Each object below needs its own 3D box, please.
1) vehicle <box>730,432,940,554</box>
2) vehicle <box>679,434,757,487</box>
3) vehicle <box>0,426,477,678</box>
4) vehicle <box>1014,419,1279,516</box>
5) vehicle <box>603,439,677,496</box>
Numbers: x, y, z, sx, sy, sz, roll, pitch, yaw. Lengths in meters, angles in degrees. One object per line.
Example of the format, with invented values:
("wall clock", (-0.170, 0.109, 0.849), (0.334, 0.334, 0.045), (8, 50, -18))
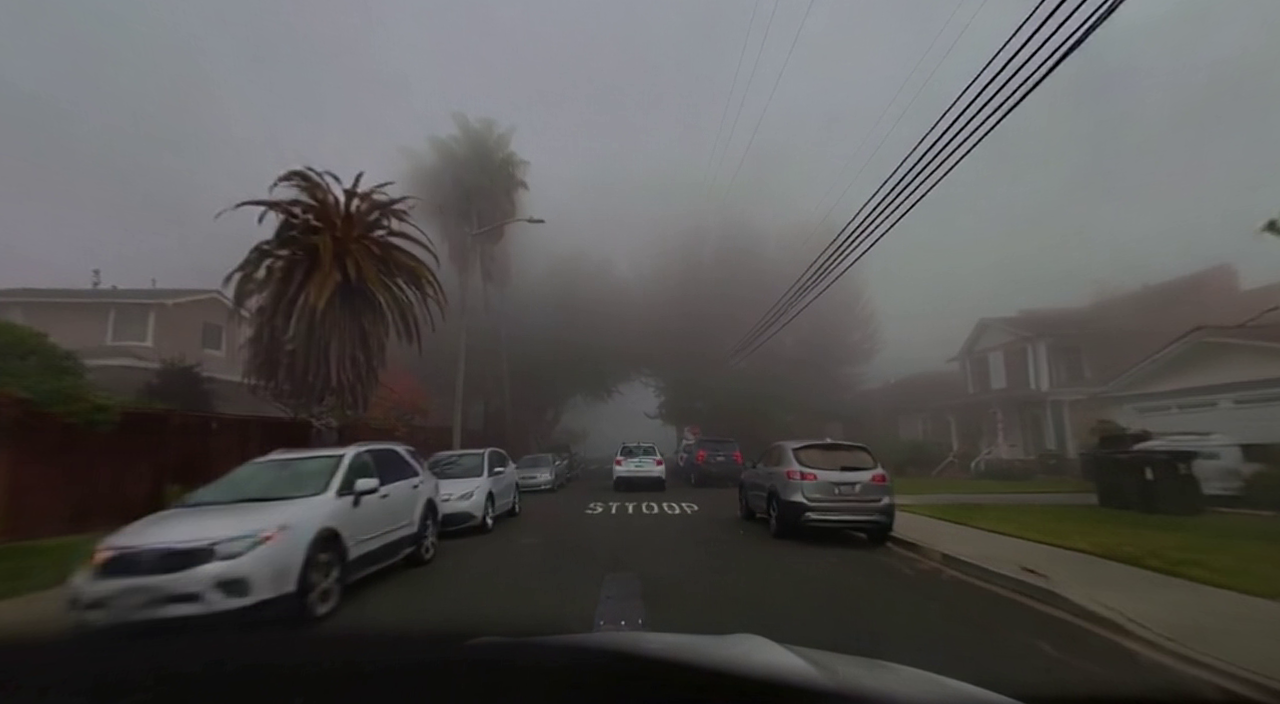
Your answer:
("vehicle", (2.859, 2.168, 10.373), (1.967, 1.563, 4.237), (0, -9, -2))
("vehicle", (2.626, 3.829, 22.400), (2.136, 1.650, 4.837), (0, -9, -1))
("vehicle", (-3.117, 1.561, 6.097), (1.877, 1.521, 4.348), (0, -9, 0))
("vehicle", (9.860, 2.177, 12.293), (1.929, 1.517, 4.494), (1, -9, -7))
("vehicle", (-0.027, 3.428, 18.986), (2.010, 1.499, 4.107), (0, -9, -1))
